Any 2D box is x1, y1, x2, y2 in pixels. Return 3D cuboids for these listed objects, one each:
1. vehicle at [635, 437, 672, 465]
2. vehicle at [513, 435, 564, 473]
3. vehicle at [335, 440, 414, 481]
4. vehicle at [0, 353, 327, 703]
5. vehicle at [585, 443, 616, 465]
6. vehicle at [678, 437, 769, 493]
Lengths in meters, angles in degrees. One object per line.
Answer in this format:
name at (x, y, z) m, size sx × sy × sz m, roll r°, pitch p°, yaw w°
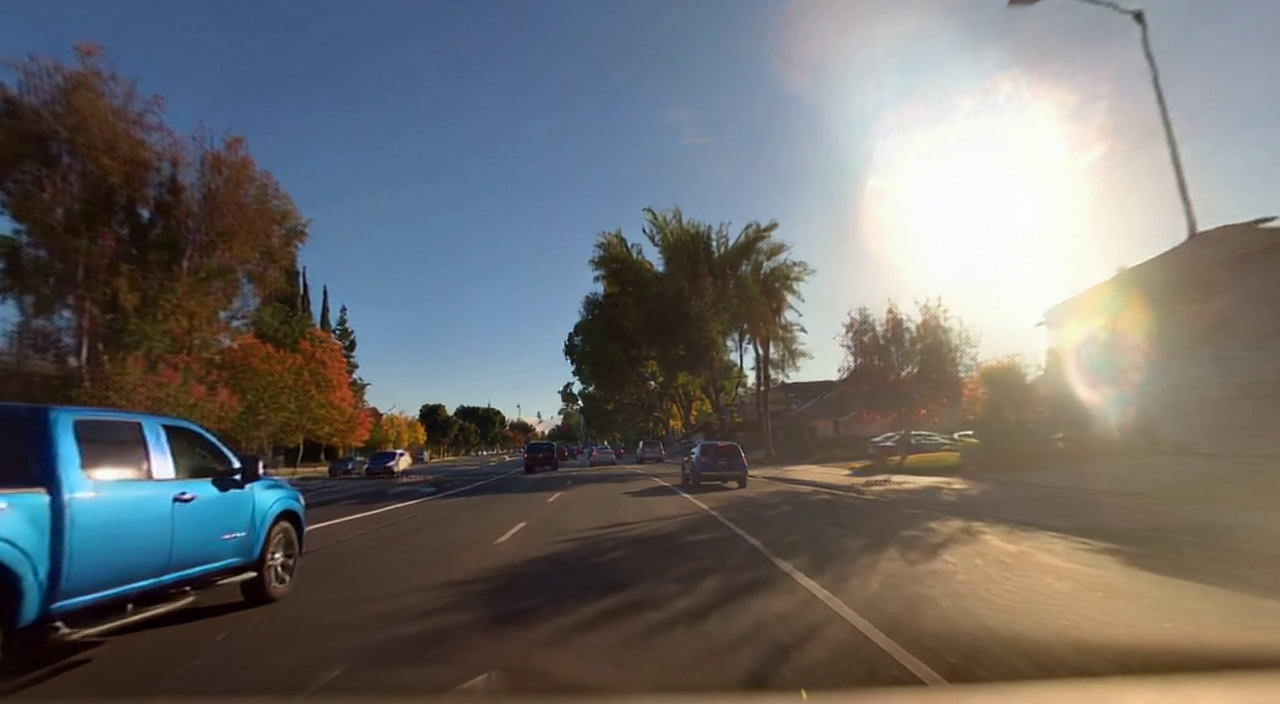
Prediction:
vehicle at (0.873, 6.852, 43.933) m, size 2.099 × 1.845 × 4.363 m, roll 1°, pitch -8°, yaw -6°
vehicle at (-5.228, 5.335, 33.178) m, size 2.218 × 1.829 × 4.492 m, roll 0°, pitch -8°, yaw -3°
vehicle at (-13.528, 5.532, 32.542) m, size 2.206 × 1.939 × 4.859 m, roll 0°, pitch -8°, yaw -3°
vehicle at (-4.011, 0.954, 3.343) m, size 2.111 × 1.745 × 5.274 m, roll 0°, pitch -8°, yaw -1°
vehicle at (-2.829, 7.122, 44.336) m, size 2.030 × 1.477 × 4.330 m, roll 1°, pitch -8°, yaw -5°
vehicle at (2.337, 3.313, 18.895) m, size 1.884 × 1.463 × 4.195 m, roll 0°, pitch -8°, yaw -4°
